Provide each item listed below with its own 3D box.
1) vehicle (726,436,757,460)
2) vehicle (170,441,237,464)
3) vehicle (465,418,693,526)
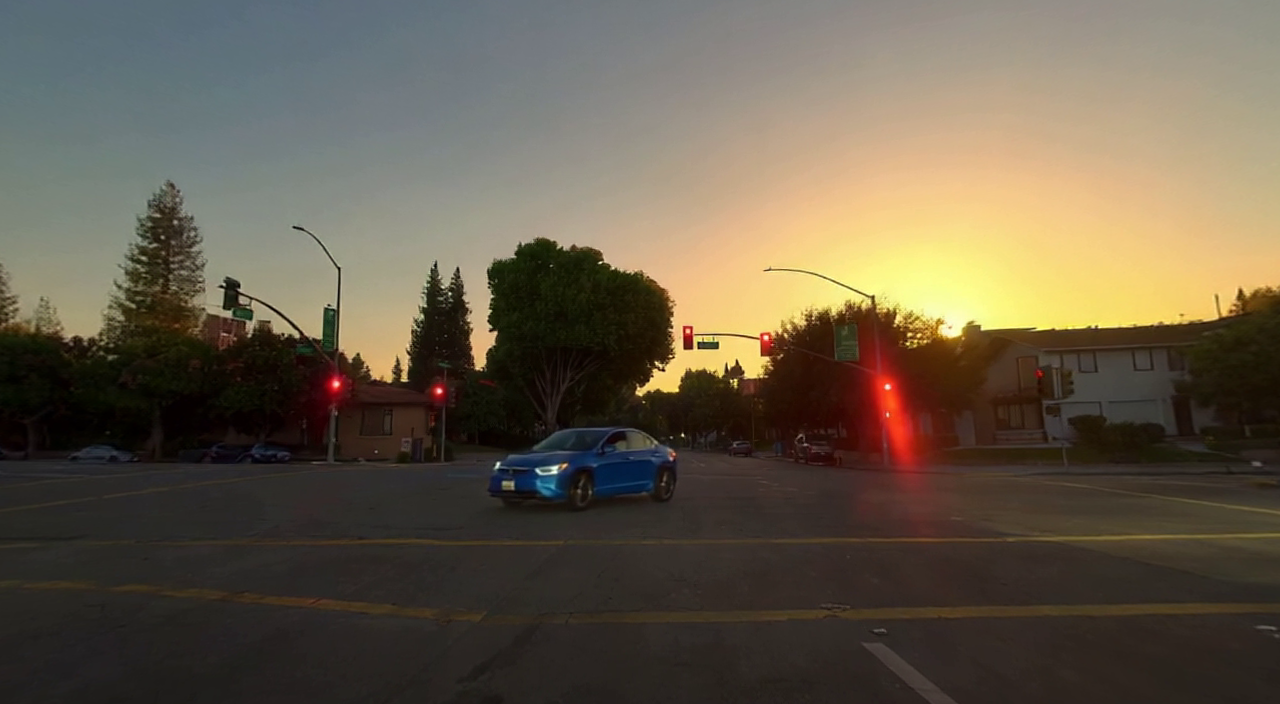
[{"bbox_3d":[7.958,7.555,49.446,1.994,1.753,4.346,-1,-8,4],"label":"vehicle"},{"bbox_3d":[-29.124,6.705,42.036,1.696,1.431,3.686,-1,-8,3],"label":"vehicle"},{"bbox_3d":[-1.028,2.354,12.942,2.134,1.768,4.580,-6,-10,36],"label":"vehicle"}]
